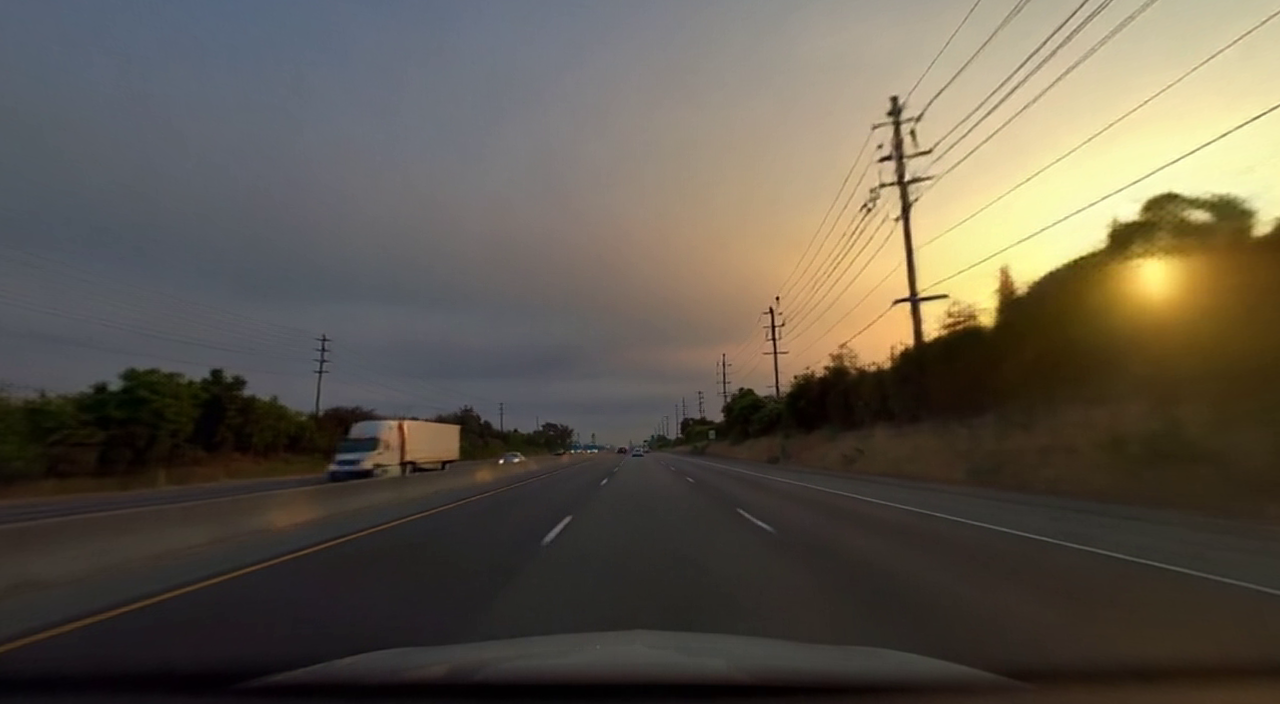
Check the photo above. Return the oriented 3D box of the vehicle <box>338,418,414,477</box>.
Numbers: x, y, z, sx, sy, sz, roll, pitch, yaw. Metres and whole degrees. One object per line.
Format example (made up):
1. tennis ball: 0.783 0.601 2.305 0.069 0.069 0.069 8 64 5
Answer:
1. vehicle: -19.661 7.190 47.200 2.916 4.053 6.083 0 -9 1
